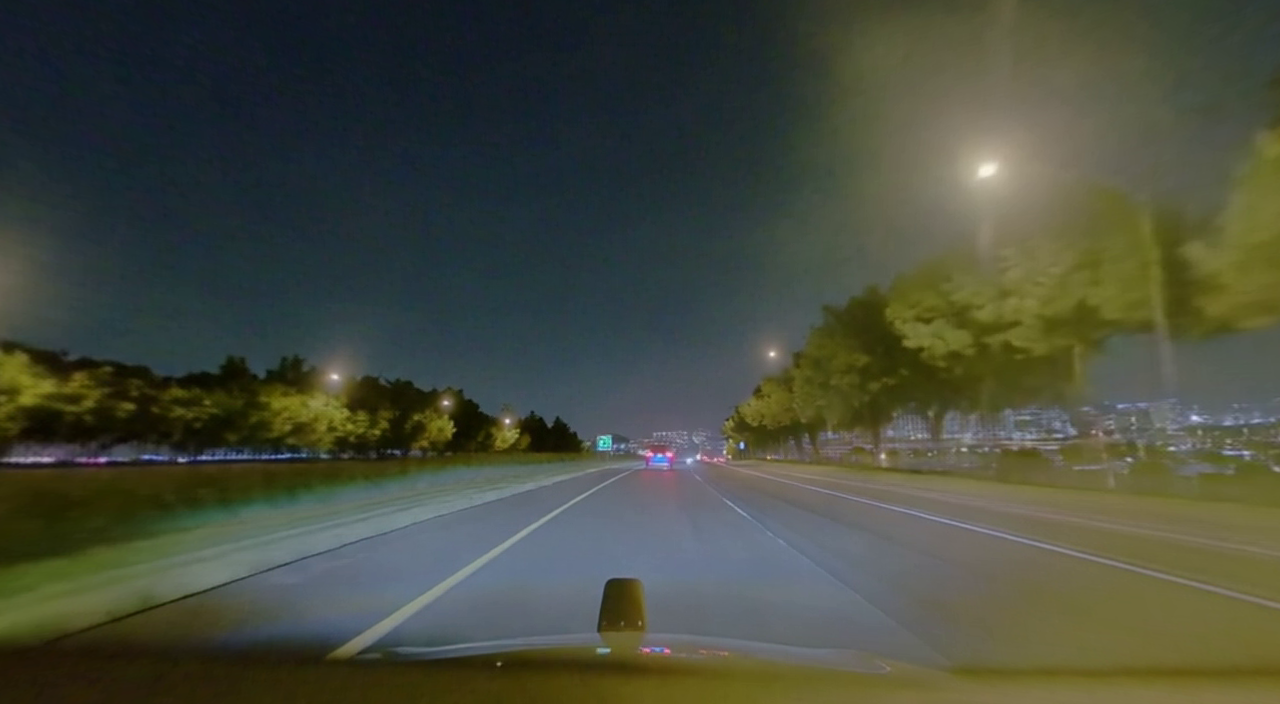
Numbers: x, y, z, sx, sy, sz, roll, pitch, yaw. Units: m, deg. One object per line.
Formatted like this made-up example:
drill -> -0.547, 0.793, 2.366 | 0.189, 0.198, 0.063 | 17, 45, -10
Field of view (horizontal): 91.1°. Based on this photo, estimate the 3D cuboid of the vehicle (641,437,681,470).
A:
vehicle -> 1.473, 6.908, 42.859 | 2.546, 2.126, 5.153 | -1, -8, 3
